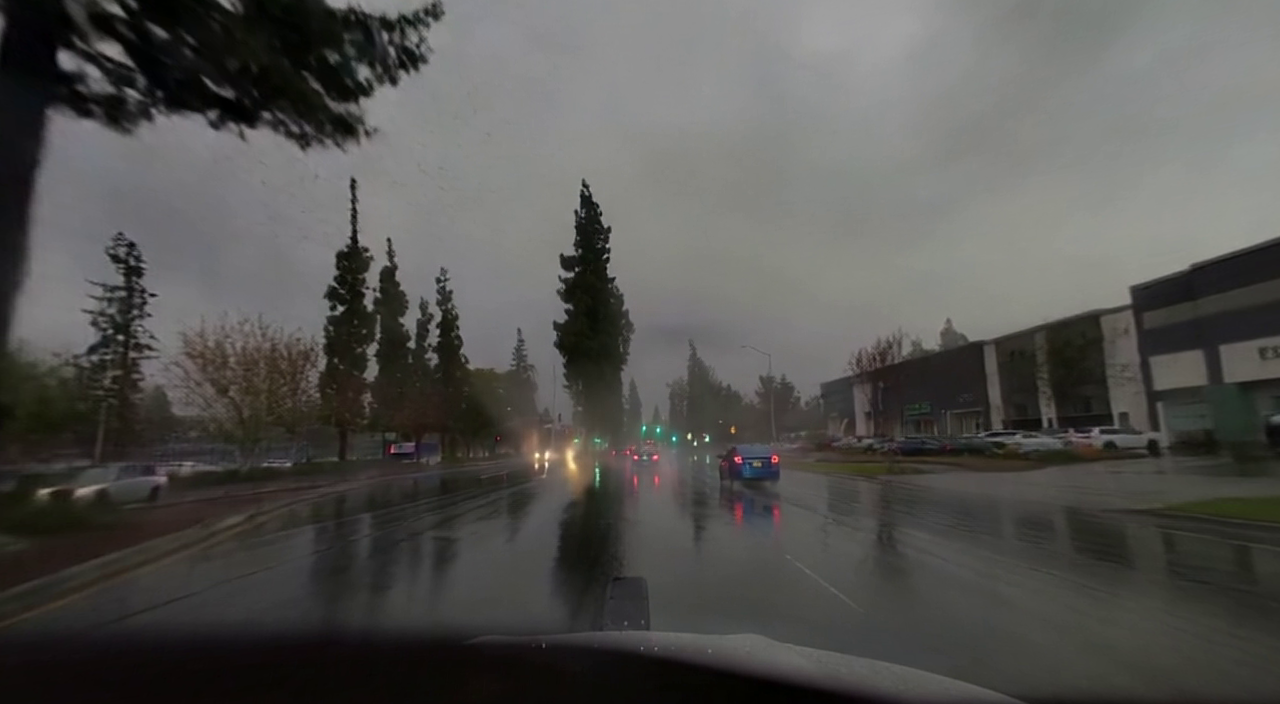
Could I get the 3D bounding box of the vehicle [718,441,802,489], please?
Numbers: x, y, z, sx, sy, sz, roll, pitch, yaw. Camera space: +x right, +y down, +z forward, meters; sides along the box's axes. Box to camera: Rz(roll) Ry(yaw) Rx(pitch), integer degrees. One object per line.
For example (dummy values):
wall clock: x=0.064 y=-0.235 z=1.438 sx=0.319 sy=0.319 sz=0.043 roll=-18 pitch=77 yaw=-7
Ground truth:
vehicle: x=4.075 y=3.895 z=22.170 sx=2.067 sy=1.497 sz=4.327 roll=0 pitch=-8 yaw=0

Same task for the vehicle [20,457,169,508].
vehicle: x=-21.298 y=5.070 z=24.898 sx=1.921 sy=1.728 sz=4.364 roll=0 pitch=-8 yaw=0

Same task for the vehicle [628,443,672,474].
vehicle: x=0.487 y=5.477 z=32.724 sx=2.144 sy=1.505 sz=4.128 roll=0 pitch=-8 yaw=0
